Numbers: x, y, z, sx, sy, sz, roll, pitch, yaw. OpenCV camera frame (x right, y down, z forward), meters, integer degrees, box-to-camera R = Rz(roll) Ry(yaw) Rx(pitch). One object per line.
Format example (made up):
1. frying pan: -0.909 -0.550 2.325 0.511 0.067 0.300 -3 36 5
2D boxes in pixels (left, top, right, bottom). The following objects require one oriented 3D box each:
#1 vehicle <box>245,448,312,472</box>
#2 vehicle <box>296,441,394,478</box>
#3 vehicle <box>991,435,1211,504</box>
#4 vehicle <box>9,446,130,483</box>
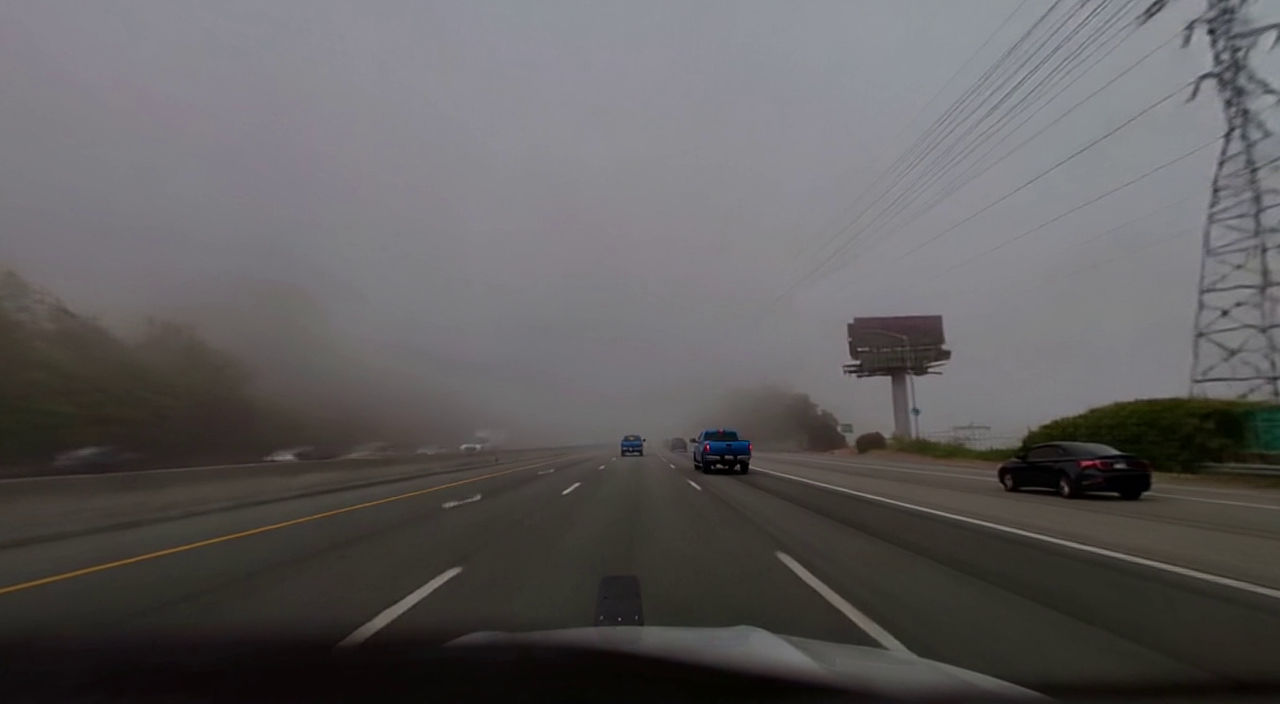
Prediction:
1. vehicle: -24.327 7.235 42.541 1.898 1.475 4.426 0 -8 0
2. vehicle: -13.195 4.832 28.561 2.101 1.515 4.762 0 -8 0
3. vehicle: 11.323 2.898 16.034 2.076 1.470 4.644 0 -8 0
4. vehicle: -30.153 5.930 33.518 2.005 1.758 4.615 0 -8 1
